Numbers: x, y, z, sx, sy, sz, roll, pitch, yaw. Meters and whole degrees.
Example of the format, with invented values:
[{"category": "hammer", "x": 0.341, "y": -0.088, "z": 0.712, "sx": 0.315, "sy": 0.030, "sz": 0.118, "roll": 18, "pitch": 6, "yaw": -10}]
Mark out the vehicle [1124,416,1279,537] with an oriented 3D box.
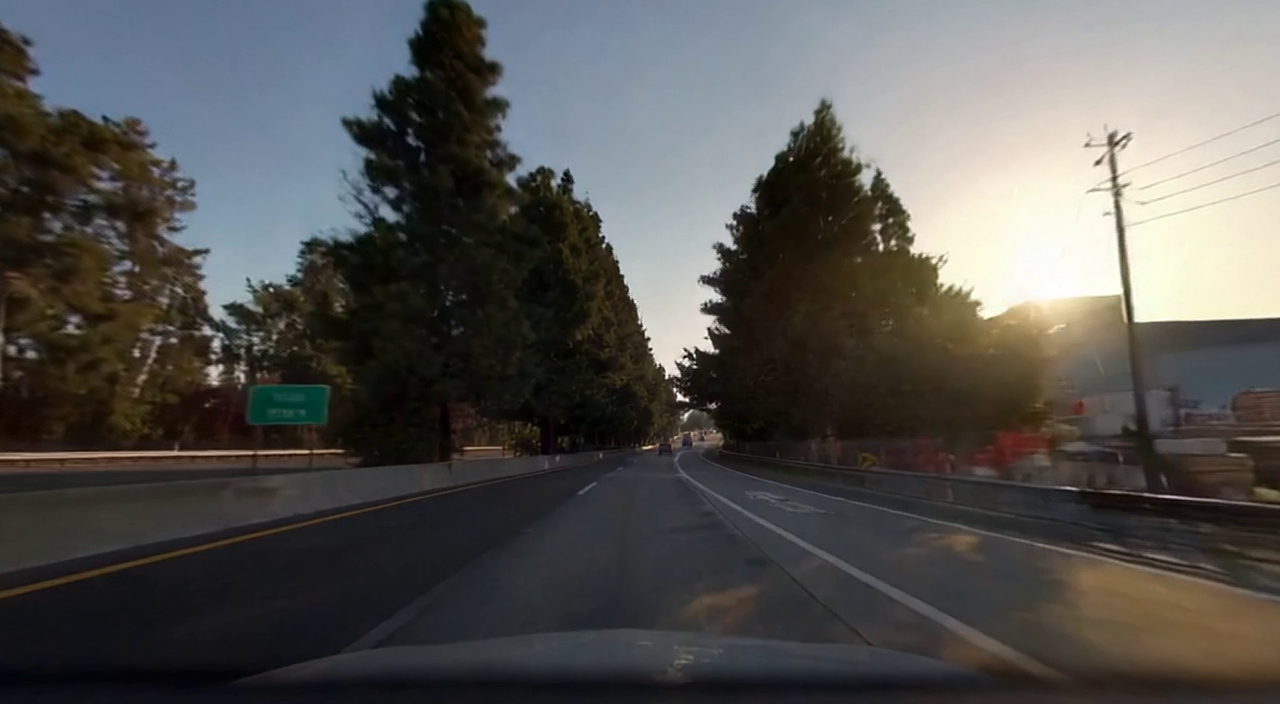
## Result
[{"category": "vehicle", "x": 18.592, "y": 3.229, "z": 17.428, "sx": 7.989, "sy": 2.900, "sz": 2.994, "roll": -1, "pitch": -8, "yaw": -5}]
